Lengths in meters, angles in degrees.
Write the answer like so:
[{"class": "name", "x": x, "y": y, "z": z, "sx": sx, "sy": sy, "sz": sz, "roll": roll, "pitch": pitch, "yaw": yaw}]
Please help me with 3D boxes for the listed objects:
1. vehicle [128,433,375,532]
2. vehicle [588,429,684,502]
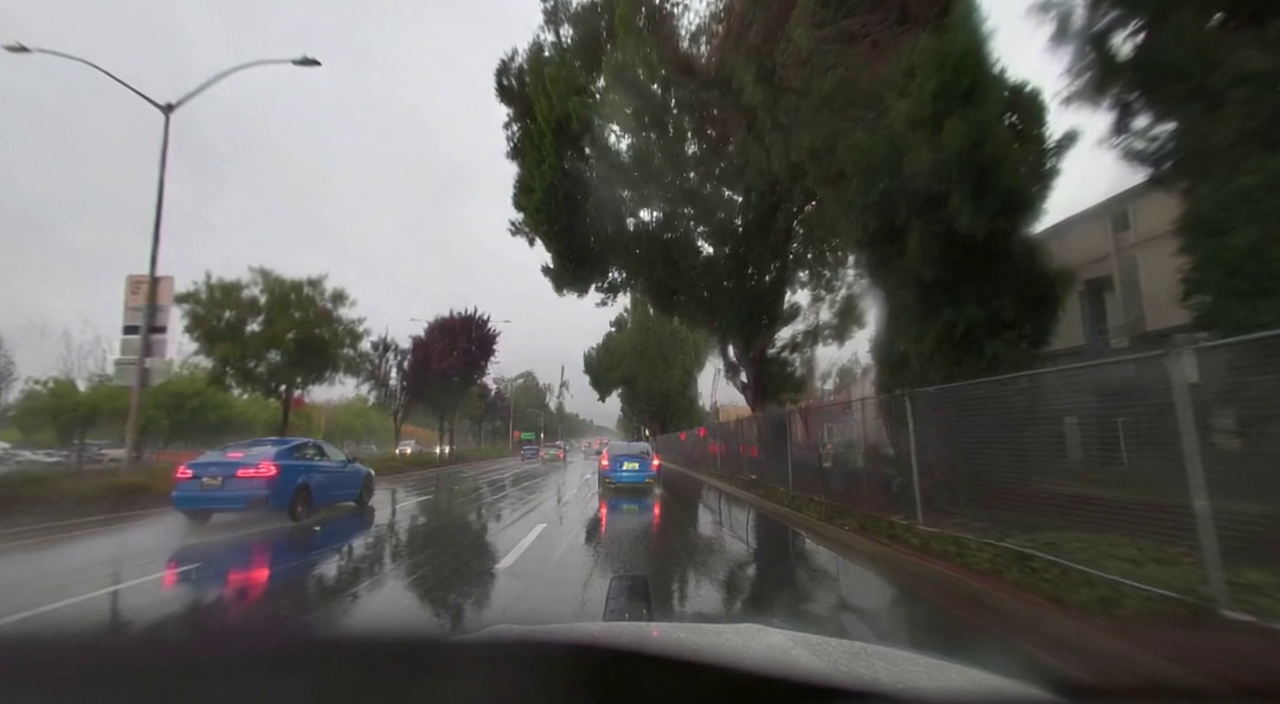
[{"class": "vehicle", "x": -6.871, "y": 2.314, "z": 11.875, "sx": 1.877, "sy": 1.479, "sz": 4.430, "roll": 0, "pitch": -8, "yaw": -1}, {"class": "vehicle", "x": -0.203, "y": 2.927, "z": 16.685, "sx": 2.227, "sy": 1.654, "sz": 4.091, "roll": 0, "pitch": -8, "yaw": -3}]
